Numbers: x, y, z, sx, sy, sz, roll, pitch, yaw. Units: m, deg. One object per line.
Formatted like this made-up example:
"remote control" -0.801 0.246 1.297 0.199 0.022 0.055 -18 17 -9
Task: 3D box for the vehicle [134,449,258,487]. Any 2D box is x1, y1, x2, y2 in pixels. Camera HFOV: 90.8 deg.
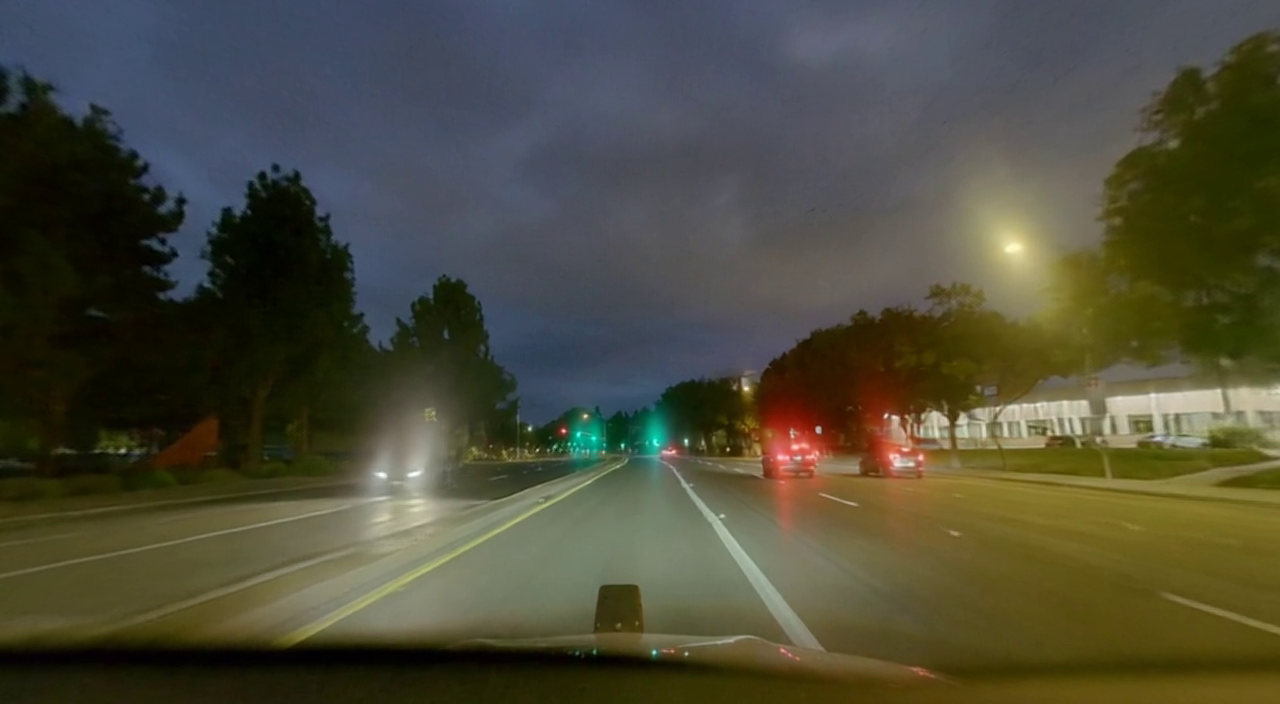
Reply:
"vehicle" -19.591 5.114 27.995 4.259 1.396 1.815 -4 -8 5

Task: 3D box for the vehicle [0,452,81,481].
"vehicle" -33.243 6.156 34.142 4.106 1.474 1.835 0 -9 -3

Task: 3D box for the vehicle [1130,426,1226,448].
"vehicle" 39.139 6.240 46.081 1.814 1.469 4.858 5 -10 -34

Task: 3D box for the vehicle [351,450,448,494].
"vehicle" -9.092 4.537 24.334 1.865 1.503 4.375 -1 -9 2

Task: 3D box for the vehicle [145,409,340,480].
"vehicle" -20.828 4.885 33.482 8.324 3.550 2.670 0 -9 -1

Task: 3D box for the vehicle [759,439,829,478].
"vehicle" 7.022 4.919 29.348 2.181 1.639 4.127 0 -9 0
